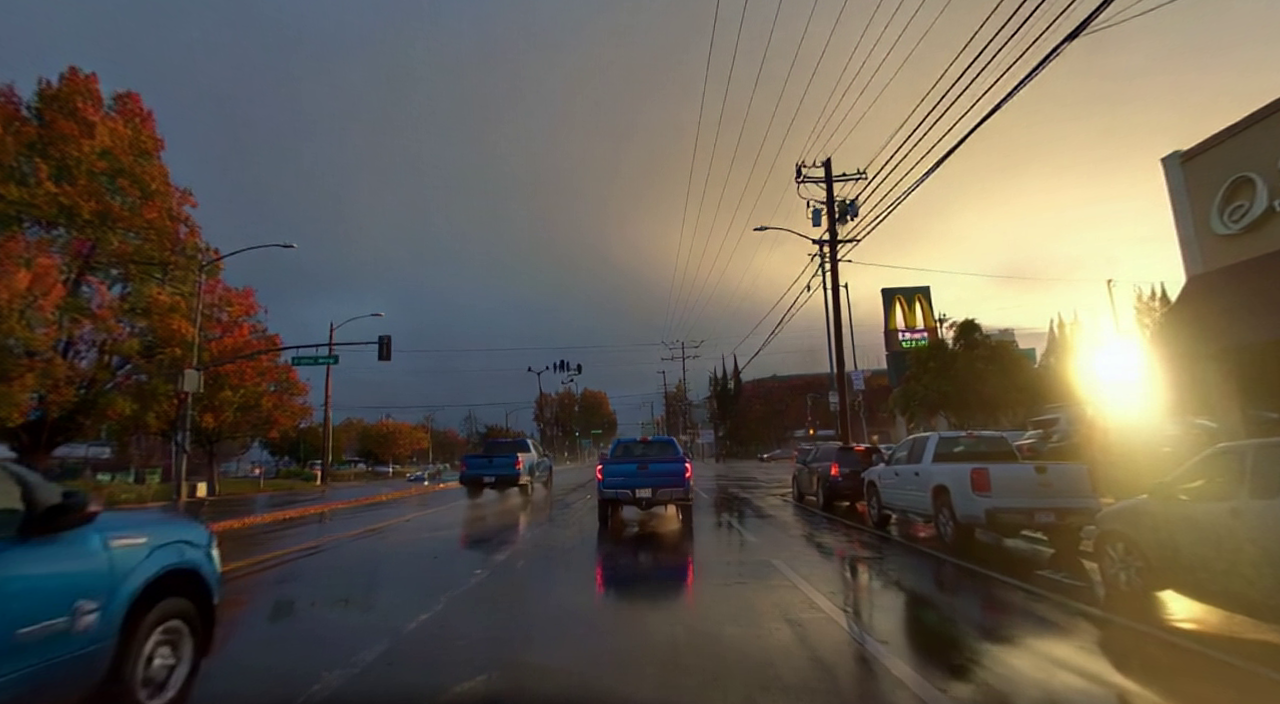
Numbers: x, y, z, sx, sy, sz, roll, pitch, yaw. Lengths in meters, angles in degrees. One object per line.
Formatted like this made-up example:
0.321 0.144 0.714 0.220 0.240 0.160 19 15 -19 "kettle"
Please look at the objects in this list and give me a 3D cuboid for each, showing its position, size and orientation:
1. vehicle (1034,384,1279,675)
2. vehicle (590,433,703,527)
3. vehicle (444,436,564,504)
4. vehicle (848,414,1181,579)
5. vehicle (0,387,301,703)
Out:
4.921 1.093 3.867 2.014 1.755 4.520 0 -9 0 "vehicle"
0.203 2.742 14.112 2.089 1.699 4.650 0 -9 2 "vehicle"
-3.923 3.519 19.323 2.140 1.768 5.092 0 -9 5 "vehicle"
4.926 1.960 9.421 2.007 1.786 4.870 0 -9 1 "vehicle"
-3.209 0.809 1.550 1.995 1.554 4.618 0 -9 3 "vehicle"
